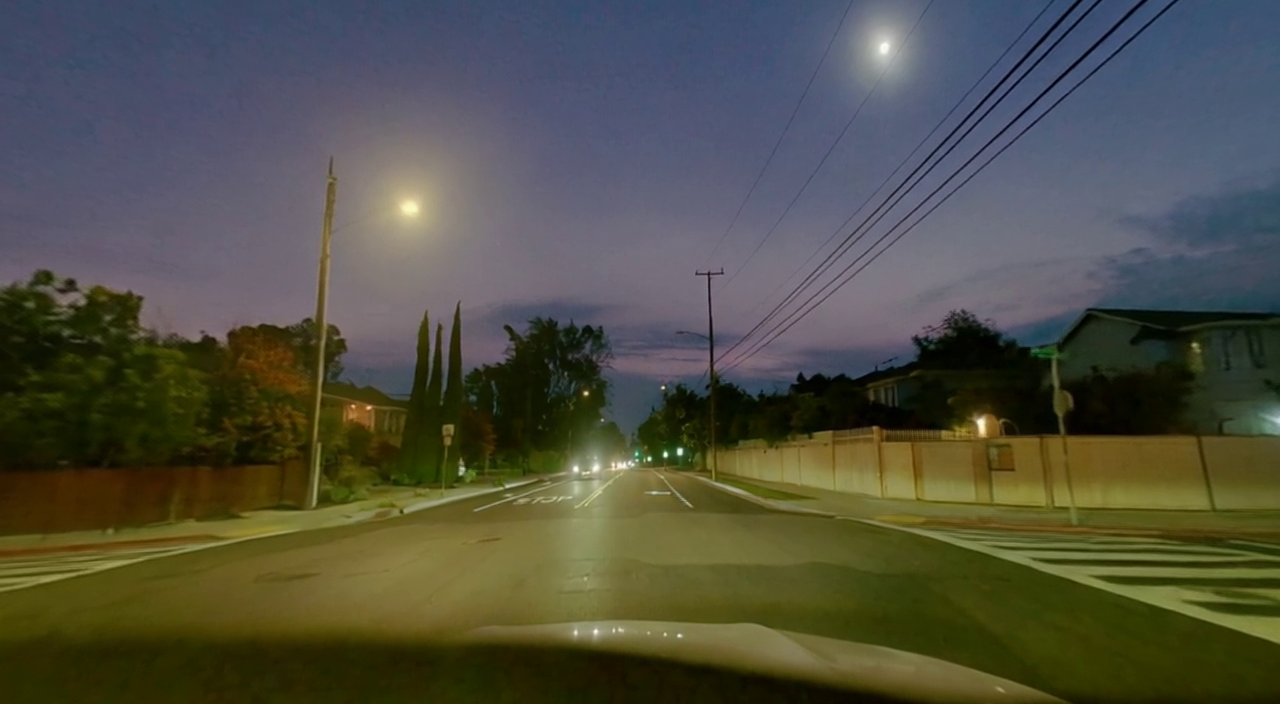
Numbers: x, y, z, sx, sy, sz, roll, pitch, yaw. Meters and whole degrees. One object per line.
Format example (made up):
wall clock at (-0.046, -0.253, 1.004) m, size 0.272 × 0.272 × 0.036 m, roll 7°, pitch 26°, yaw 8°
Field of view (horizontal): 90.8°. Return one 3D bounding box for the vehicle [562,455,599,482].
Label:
vehicle at (-3.761, 7.439, 40.506) m, size 1.935 × 1.595 × 3.972 m, roll 0°, pitch -9°, yaw 1°
